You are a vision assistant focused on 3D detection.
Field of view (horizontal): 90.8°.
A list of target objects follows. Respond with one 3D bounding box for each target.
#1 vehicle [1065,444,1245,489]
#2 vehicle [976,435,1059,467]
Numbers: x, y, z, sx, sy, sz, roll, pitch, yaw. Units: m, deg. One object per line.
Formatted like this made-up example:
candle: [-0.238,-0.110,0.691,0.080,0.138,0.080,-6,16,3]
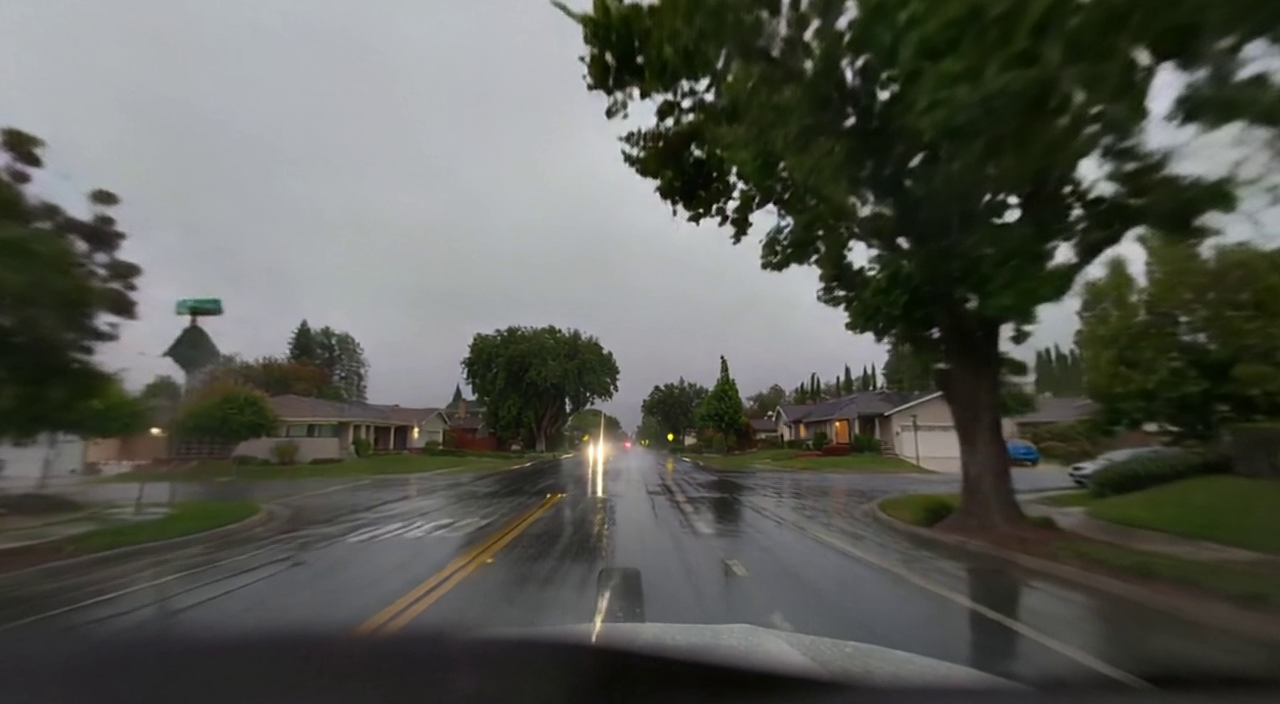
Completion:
vehicle: [17.539,3.902,21.707,4.368,1.457,2.031,0,-9,1]
vehicle: [22.905,5.988,38.570,1.879,1.584,4.761,1,-5,-5]
